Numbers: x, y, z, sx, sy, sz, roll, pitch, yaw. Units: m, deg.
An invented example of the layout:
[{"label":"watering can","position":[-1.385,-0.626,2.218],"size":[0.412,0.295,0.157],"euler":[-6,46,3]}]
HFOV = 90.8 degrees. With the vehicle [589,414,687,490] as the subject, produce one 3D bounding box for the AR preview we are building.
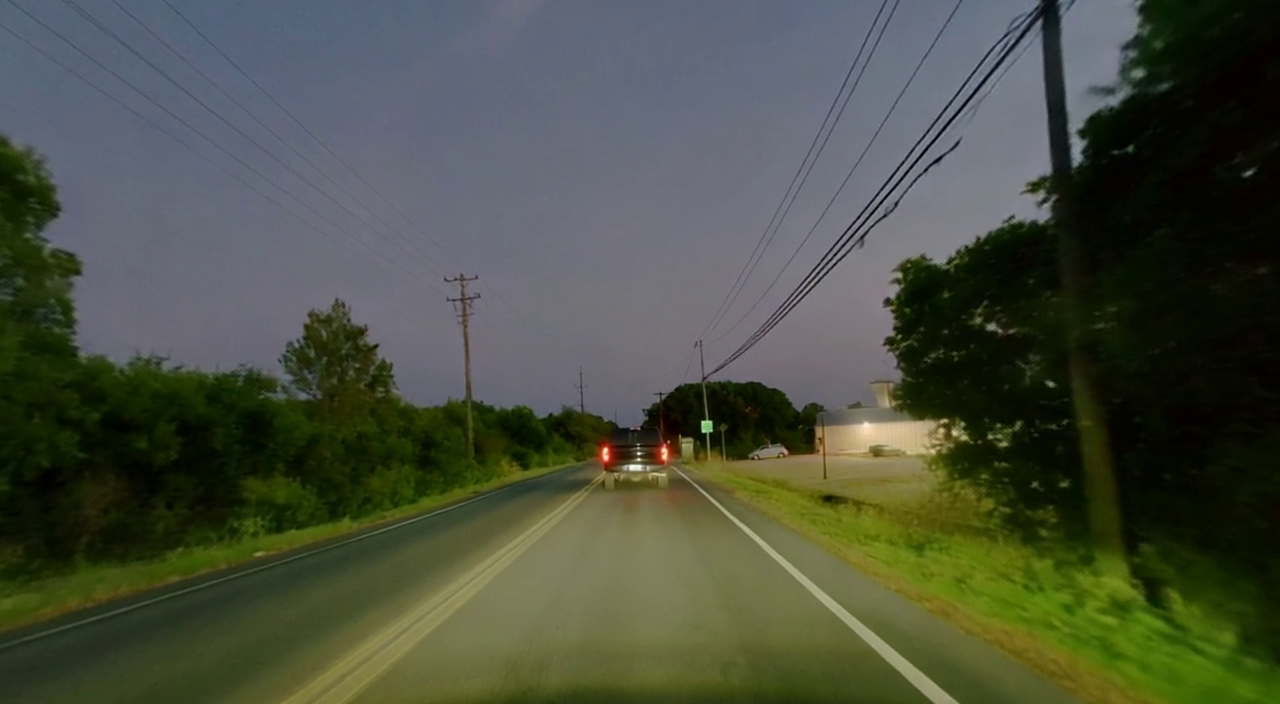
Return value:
[{"label":"vehicle","position":[-0.098,3.690,23.437],"size":[3.021,2.326,7.410],"euler":[0,-9,-1]}]
